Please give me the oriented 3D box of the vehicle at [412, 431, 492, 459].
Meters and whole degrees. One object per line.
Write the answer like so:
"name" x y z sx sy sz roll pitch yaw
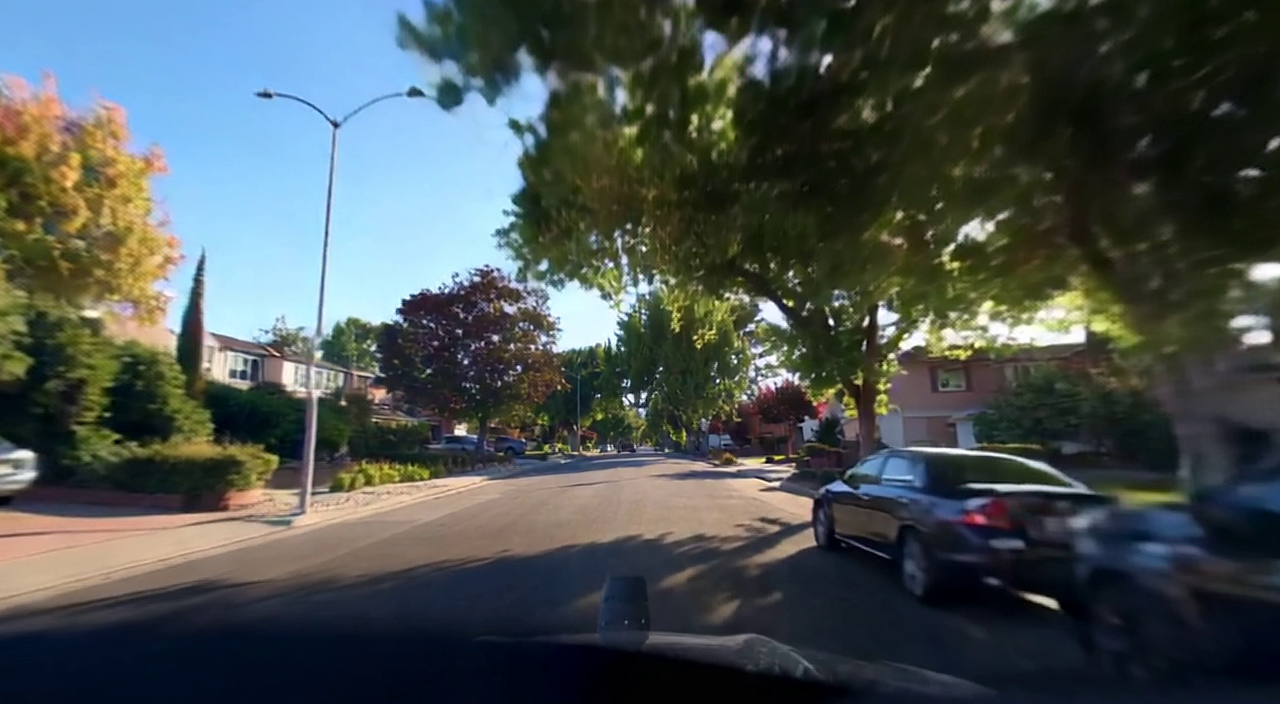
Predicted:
"vehicle" -13.037 6.490 44.010 4.796 1.864 2.328 -1 -8 2

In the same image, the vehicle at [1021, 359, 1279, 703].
"vehicle" 3.476 0.799 1.647 2.046 1.760 4.570 0 -8 0
